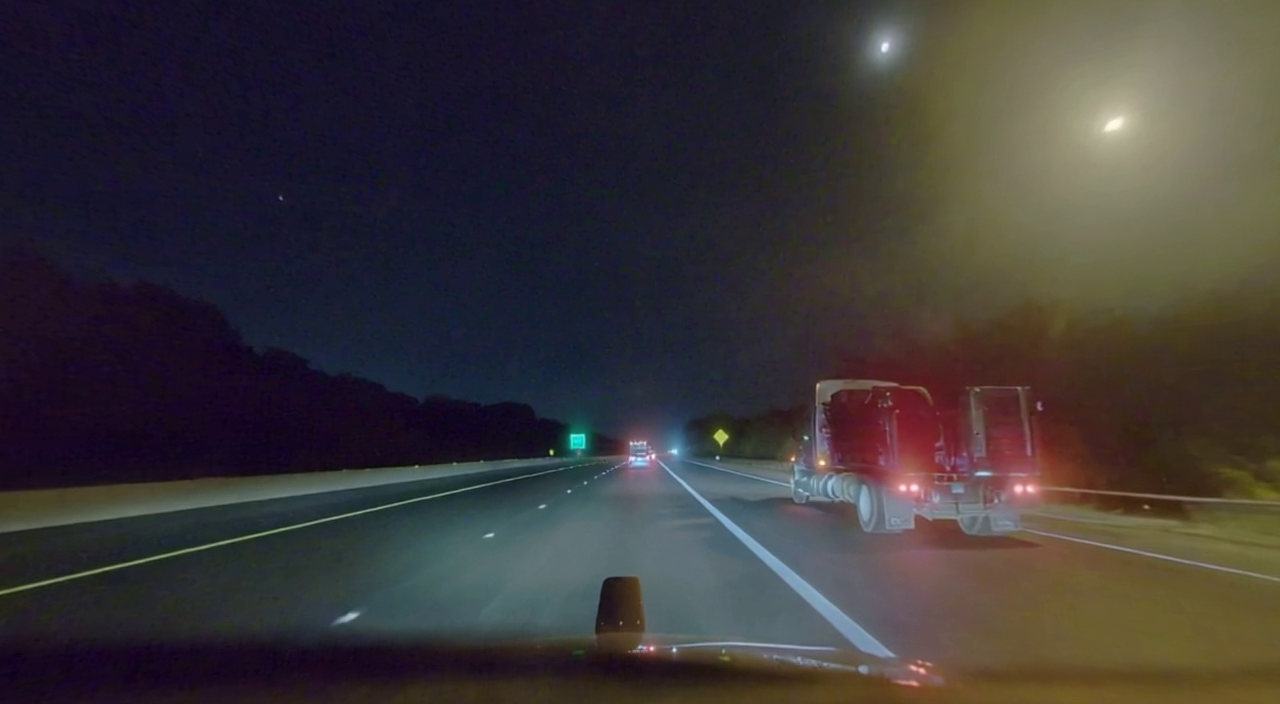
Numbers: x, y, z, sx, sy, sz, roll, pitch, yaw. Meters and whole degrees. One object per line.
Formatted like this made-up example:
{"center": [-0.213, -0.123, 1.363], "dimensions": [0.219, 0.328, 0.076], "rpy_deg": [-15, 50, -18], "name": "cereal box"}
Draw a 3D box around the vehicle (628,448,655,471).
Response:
{"center": [0.129, 7.053, 41.480], "dimensions": [1.695, 1.437, 3.506], "rpy_deg": [0, -9, 1], "name": "vehicle"}
